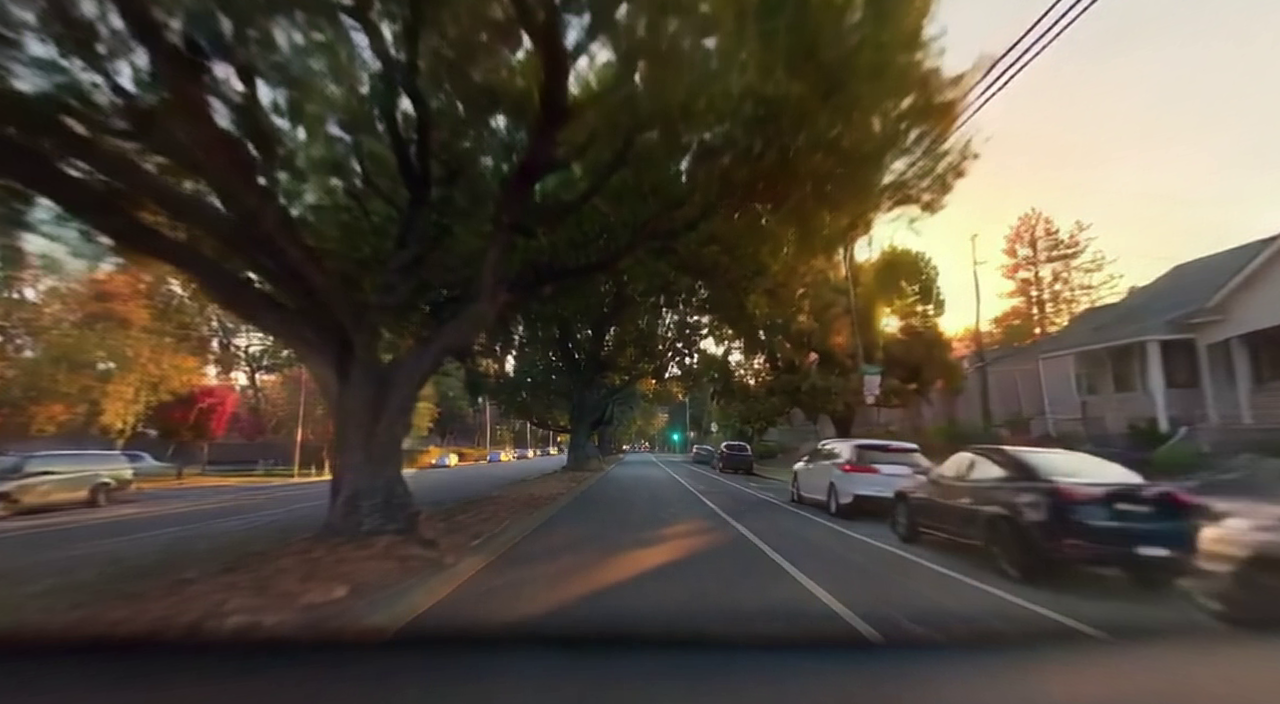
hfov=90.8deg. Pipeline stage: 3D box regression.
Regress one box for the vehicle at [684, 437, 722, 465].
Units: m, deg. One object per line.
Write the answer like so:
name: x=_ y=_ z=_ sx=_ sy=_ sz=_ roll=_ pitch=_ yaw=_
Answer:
vehicle: x=4.371 y=7.011 z=44.637 sx=2.078 sy=1.837 sz=5.088 roll=0 pitch=-9 yaw=-1

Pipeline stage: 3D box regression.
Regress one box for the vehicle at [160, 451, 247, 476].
vehicle: x=-28.803 y=7.340 z=41.764 sx=4.376 sy=1.482 sz=1.933 roll=-2 pitch=-9 yaw=1

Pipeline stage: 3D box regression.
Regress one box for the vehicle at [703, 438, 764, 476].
vehicle: x=4.527 y=5.184 z=31.499 sx=2.154 sy=1.718 sz=4.980 roll=0 pitch=-9 yaw=-2

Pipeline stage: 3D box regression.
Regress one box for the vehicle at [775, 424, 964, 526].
vehicle: x=4.440 y=2.467 z=13.275 sx=2.077 sy=1.718 sz=4.885 roll=0 pitch=-9 yaw=-1

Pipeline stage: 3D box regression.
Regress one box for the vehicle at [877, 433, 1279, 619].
vehicle: x=4.617 y=1.741 z=7.395 sx=1.888 sy=1.474 sz=4.532 roll=0 pitch=-9 yaw=0

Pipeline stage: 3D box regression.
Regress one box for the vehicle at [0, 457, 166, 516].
vehicle: x=-17.693 y=4.189 z=20.138 sx=1.871 sy=1.596 sz=4.114 roll=0 pitch=-9 yaw=1
